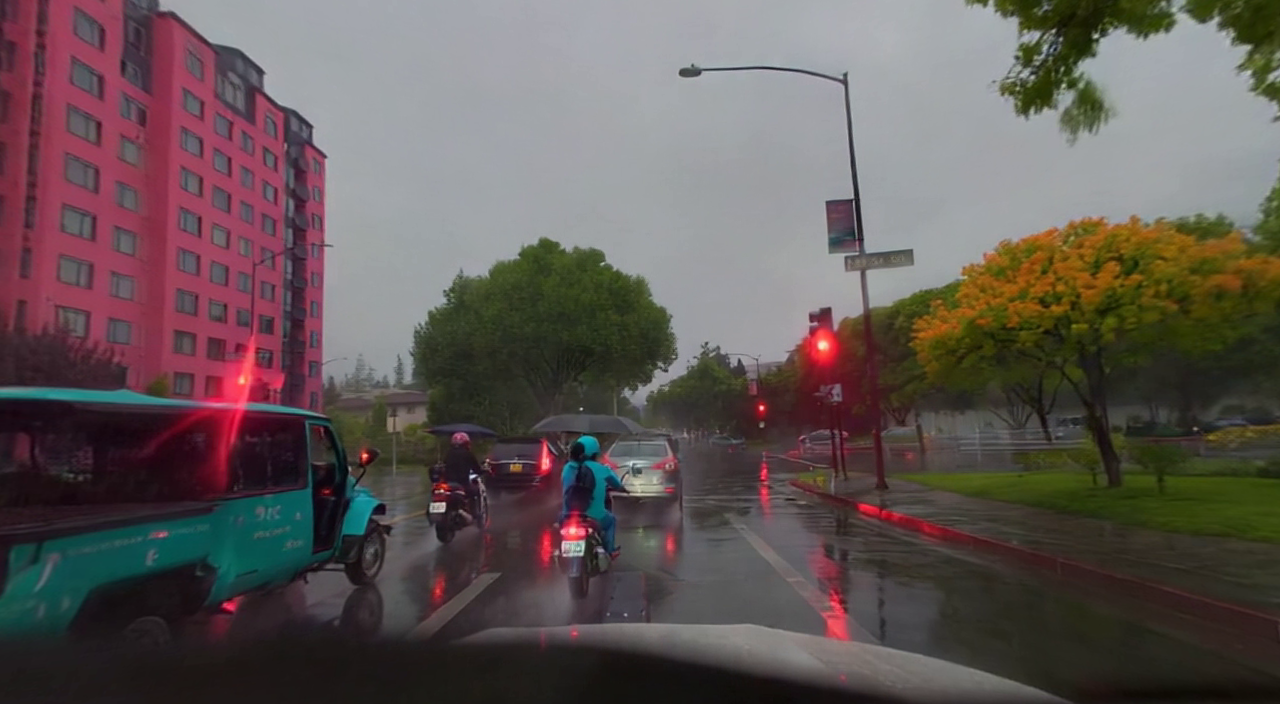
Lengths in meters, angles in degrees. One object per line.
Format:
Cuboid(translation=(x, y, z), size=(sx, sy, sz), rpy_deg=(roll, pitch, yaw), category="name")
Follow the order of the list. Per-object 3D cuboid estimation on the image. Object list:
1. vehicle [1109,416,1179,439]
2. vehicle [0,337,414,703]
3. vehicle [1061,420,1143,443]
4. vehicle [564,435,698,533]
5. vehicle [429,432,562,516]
Cuboid(translation=(37.086, 5.600, 46.415), size=(1.716, 1.543, 3.682), rpy_deg=(8, -12, -41), category="vehicle")
Cuboid(translation=(-3.579, 1.166, 4.612), size=(2.000, 1.809, 4.855), rpy_deg=(0, -9, 0), category="vehicle")
Cuboid(translation=(30.830, 5.332, 42.105), size=(1.751, 1.420, 4.027), rpy_deg=(8, -12, -43), category="vehicle")
Cuboid(translation=(-0.102, 2.305, 11.620), size=(2.025, 1.458, 4.085), rpy_deg=(-1, -9, 1), category="vehicle")
Cuboid(translation=(-3.093, 2.711, 14.449), size=(1.935, 1.615, 4.073), rpy_deg=(-1, -9, 2), category="vehicle")
